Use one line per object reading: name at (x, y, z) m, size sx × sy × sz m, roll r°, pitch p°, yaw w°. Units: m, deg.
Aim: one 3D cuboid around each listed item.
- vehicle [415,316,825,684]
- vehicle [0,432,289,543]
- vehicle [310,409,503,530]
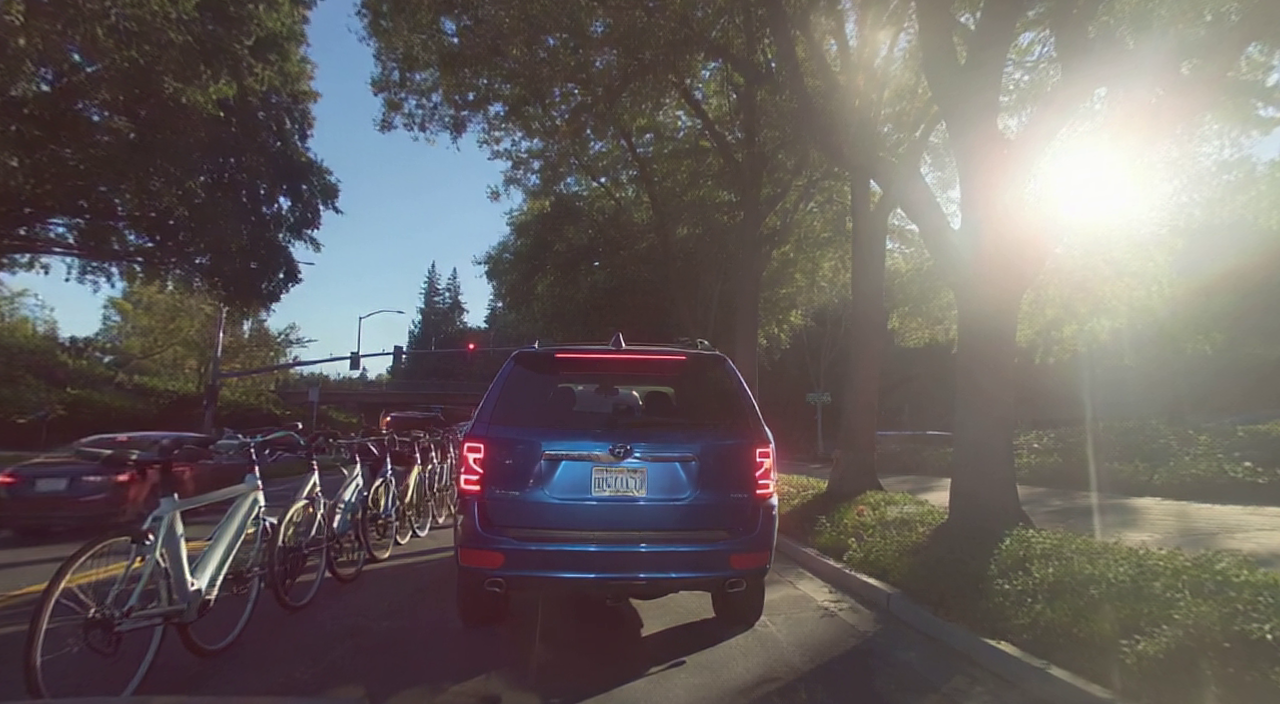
vehicle at (-0.254, 1.160, 6.006) m, size 2.333 × 2.087 × 4.586 m, roll 1°, pitch -8°, yaw -4°
vehicle at (-8.286, 2.180, 10.945) m, size 2.026 × 1.479 × 4.712 m, roll 1°, pitch -8°, yaw -5°
vehicle at (-4.223, 2.226, 12.609) m, size 2.337 × 1.858 × 5.409 m, roll 1°, pitch -9°, yaw -7°
